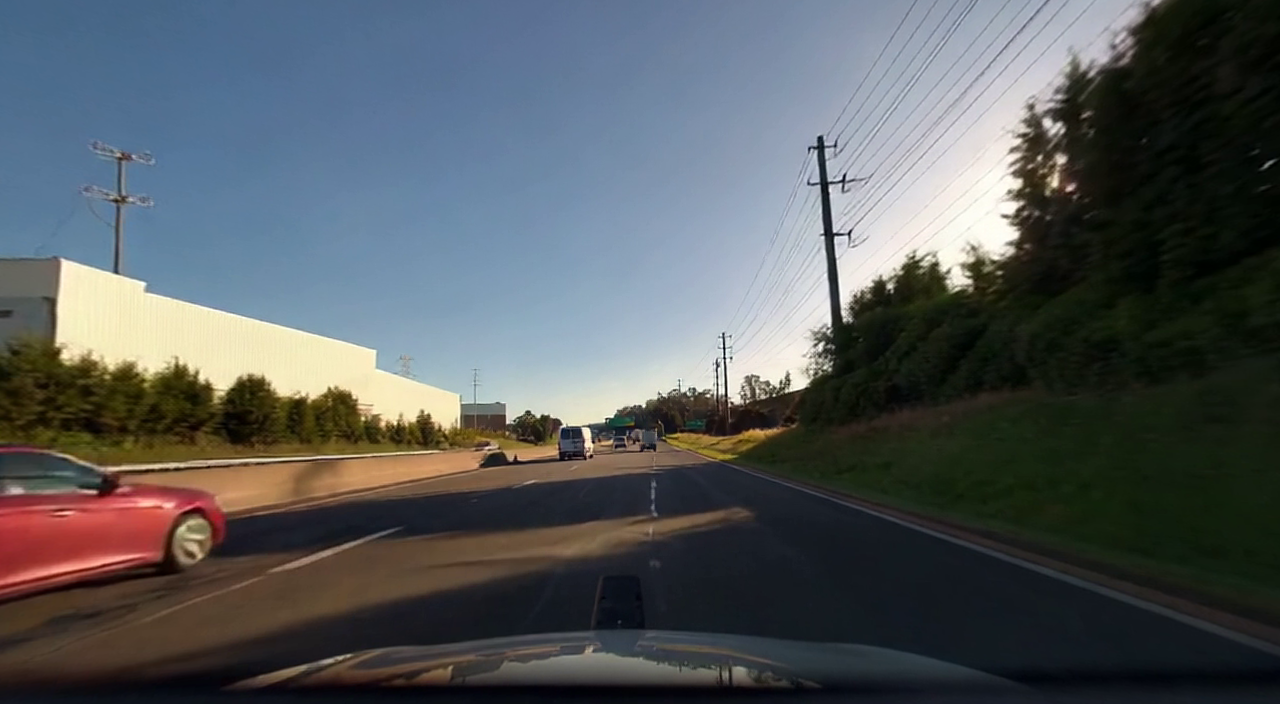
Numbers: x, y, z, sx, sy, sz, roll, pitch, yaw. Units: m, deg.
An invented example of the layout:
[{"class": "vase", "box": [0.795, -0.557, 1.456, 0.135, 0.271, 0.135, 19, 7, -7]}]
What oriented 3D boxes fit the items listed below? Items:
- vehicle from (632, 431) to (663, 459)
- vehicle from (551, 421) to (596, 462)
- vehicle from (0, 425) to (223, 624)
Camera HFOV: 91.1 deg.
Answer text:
[{"class": "vehicle", "box": [0.518, 7.000, 47.527, 2.213, 1.997, 4.456, 0, -8, -1]}, {"class": "vehicle", "box": [-4.659, 6.377, 45.163, 2.437, 2.677, 6.858, 0, -8, 0]}, {"class": "vehicle", "box": [-5.811, 1.281, 4.622, 2.087, 1.464, 4.853, 0, -8, 1]}]
